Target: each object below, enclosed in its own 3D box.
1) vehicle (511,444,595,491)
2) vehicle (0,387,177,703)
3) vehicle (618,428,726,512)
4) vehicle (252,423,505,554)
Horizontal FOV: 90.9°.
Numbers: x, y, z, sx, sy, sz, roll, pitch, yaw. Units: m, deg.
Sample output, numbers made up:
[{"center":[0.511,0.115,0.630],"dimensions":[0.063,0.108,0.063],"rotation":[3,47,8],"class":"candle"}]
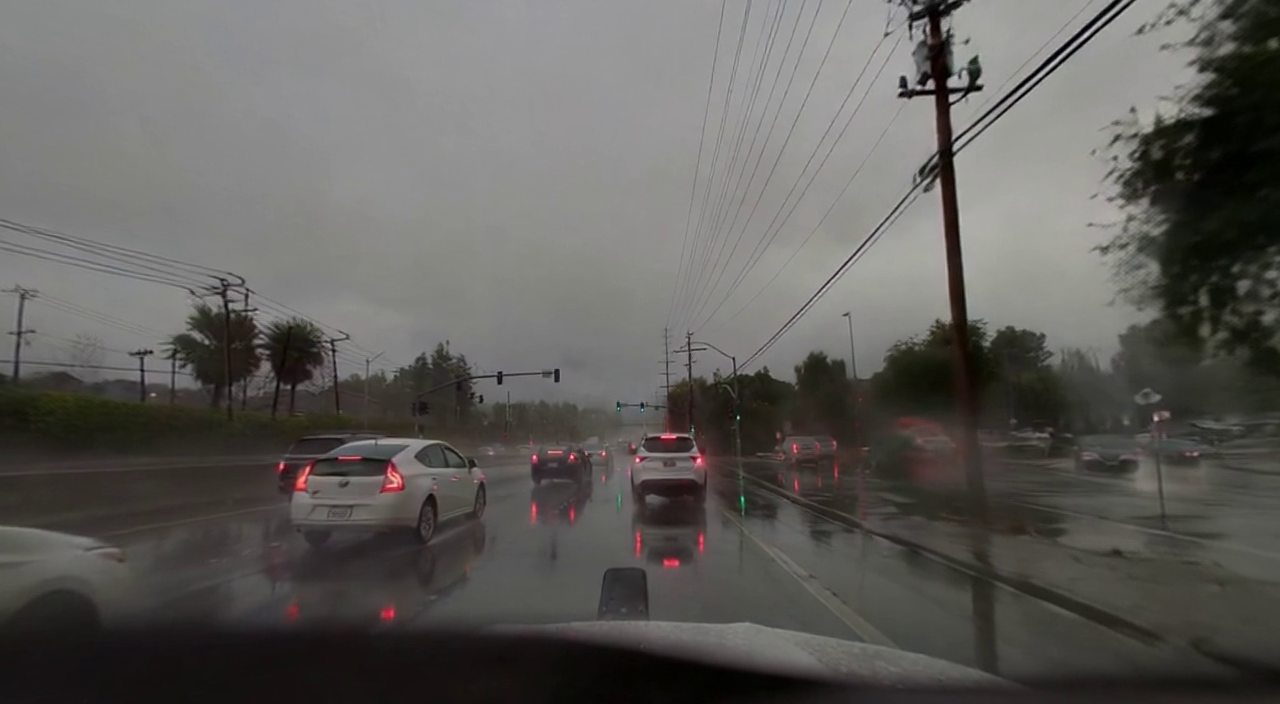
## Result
[{"center":[-2.903,3.977,22.079],"dimensions":[2.105,1.436,4.311],"rotation":[-1,-9,4],"class":"vehicle"},{"center":[-3.848,0.794,1.746],"dimensions":[1.999,1.563,4.007],"rotation":[0,-9,1],"class":"vehicle"},{"center":[0.719,2.714,14.895],"dimensions":[2.205,1.691,3.937],"rotation":[-1,-9,2],"class":"vehicle"},{"center":[-3.753,2.041,10.138],"dimensions":[2.018,1.621,4.441],"rotation":[-1,-9,2],"class":"vehicle"}]
